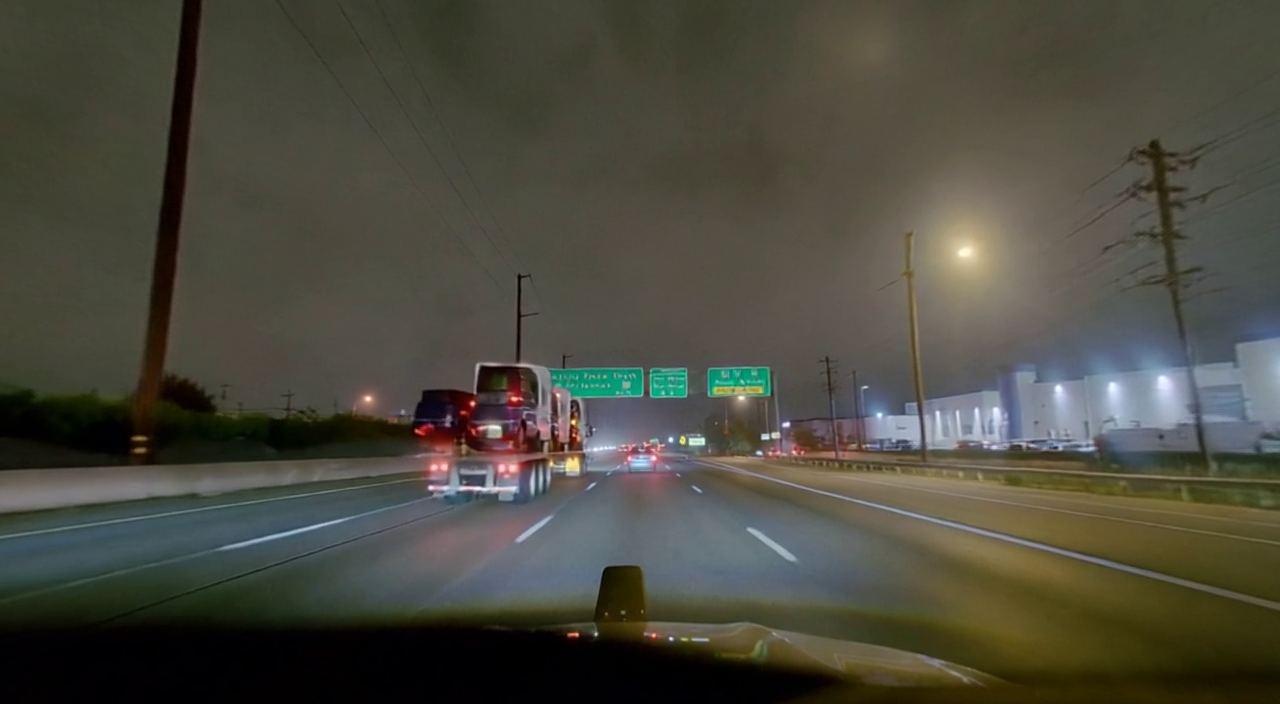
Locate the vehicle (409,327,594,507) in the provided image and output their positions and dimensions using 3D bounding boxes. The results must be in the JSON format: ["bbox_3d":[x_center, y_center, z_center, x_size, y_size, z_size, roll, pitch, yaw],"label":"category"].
[{"bbox_3d":[-3.870,2.711,23.234,2.888,4.308,16.259,0,-8,1],"label":"vehicle"}]

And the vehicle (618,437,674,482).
[{"bbox_3d":[0.244,4.728,28.075,2.279,1.837,4.747,0,-8,0],"label":"vehicle"}]
